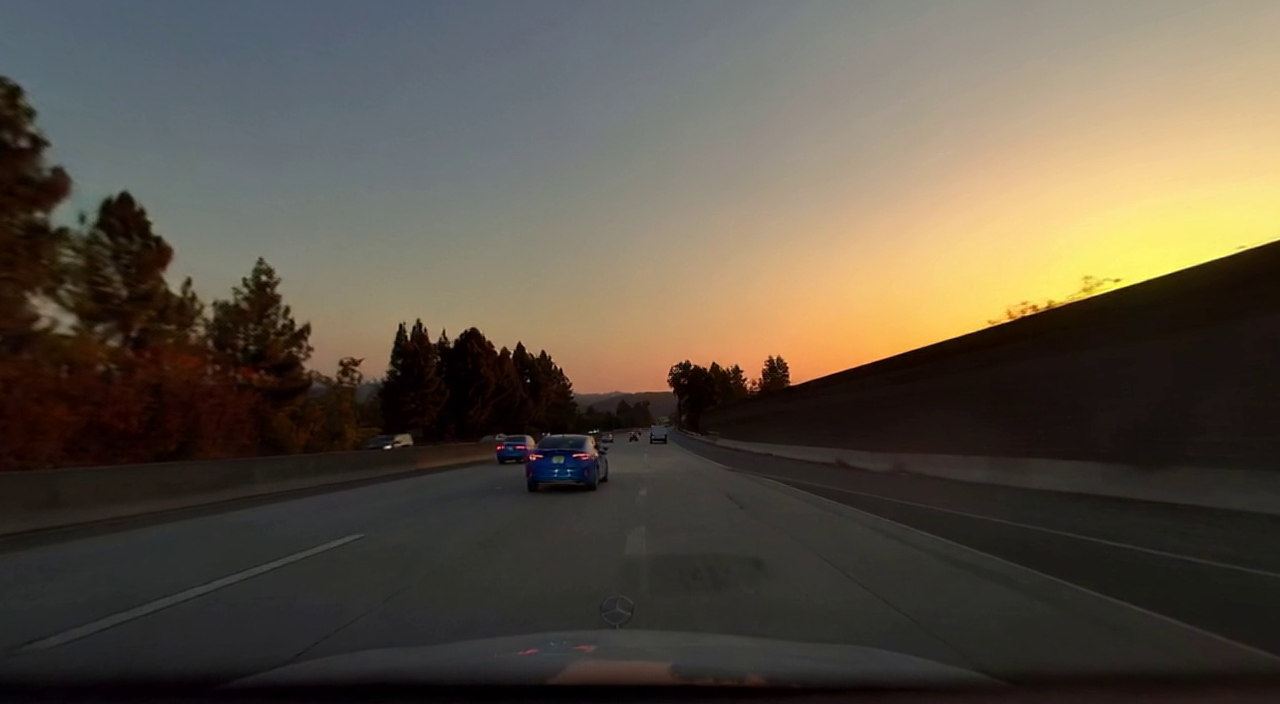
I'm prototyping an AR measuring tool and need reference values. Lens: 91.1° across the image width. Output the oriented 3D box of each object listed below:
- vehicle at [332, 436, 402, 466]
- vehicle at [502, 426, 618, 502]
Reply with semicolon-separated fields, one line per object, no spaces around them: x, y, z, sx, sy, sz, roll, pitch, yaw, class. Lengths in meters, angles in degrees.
-15.321;5.552;35.487;2.035;1.566;4.061;0;-8;1;vehicle
-1.675;2.507;14.586;2.079;1.500;3.881;0;-8;2;vehicle
